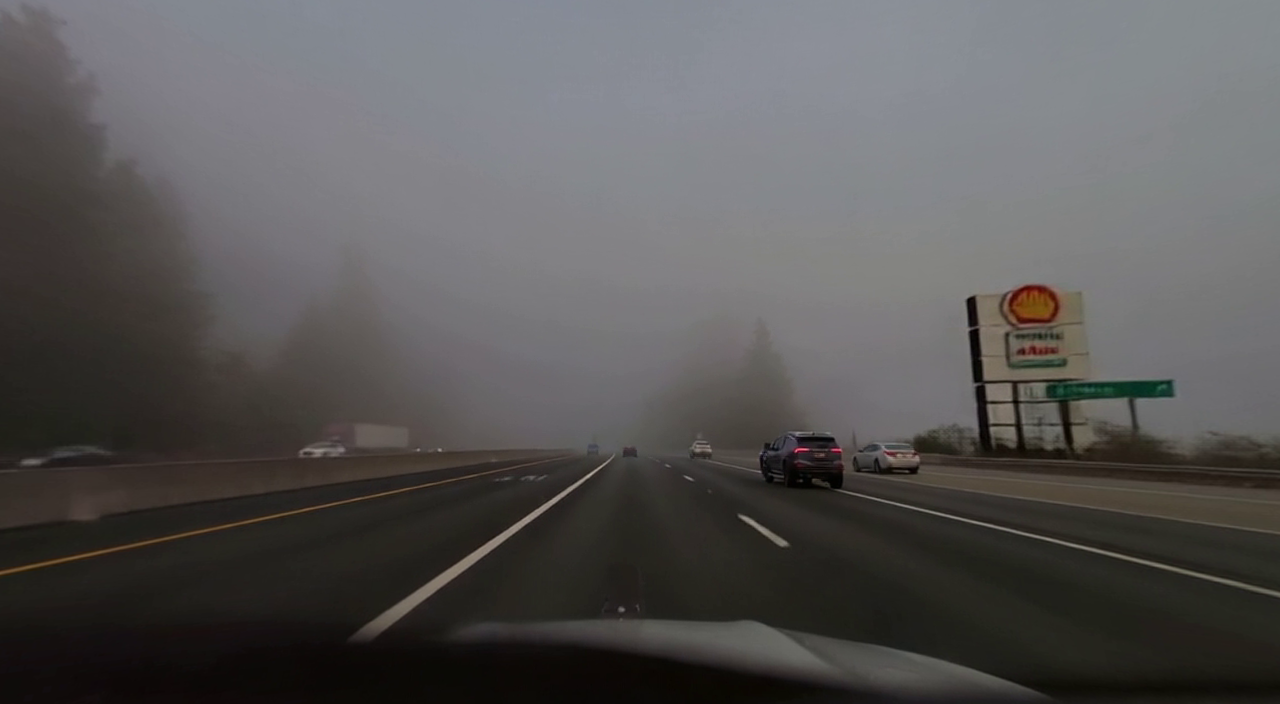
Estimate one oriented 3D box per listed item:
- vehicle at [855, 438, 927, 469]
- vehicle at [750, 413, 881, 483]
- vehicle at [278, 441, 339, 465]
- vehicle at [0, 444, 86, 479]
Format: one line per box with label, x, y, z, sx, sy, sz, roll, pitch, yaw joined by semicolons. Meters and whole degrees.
vehicle;13.960;5.659;35.352;2.072;1.611;4.387;0;-8;-2
vehicle;6.617;3.816;25.242;2.779;2.339;8.073;0;-8;-1
vehicle;-25.205;7.692;48.031;2.122;1.705;4.736;0;-8;-1
vehicle;-28.469;4.975;28.845;1.817;1.481;4.725;0;-8;-1
